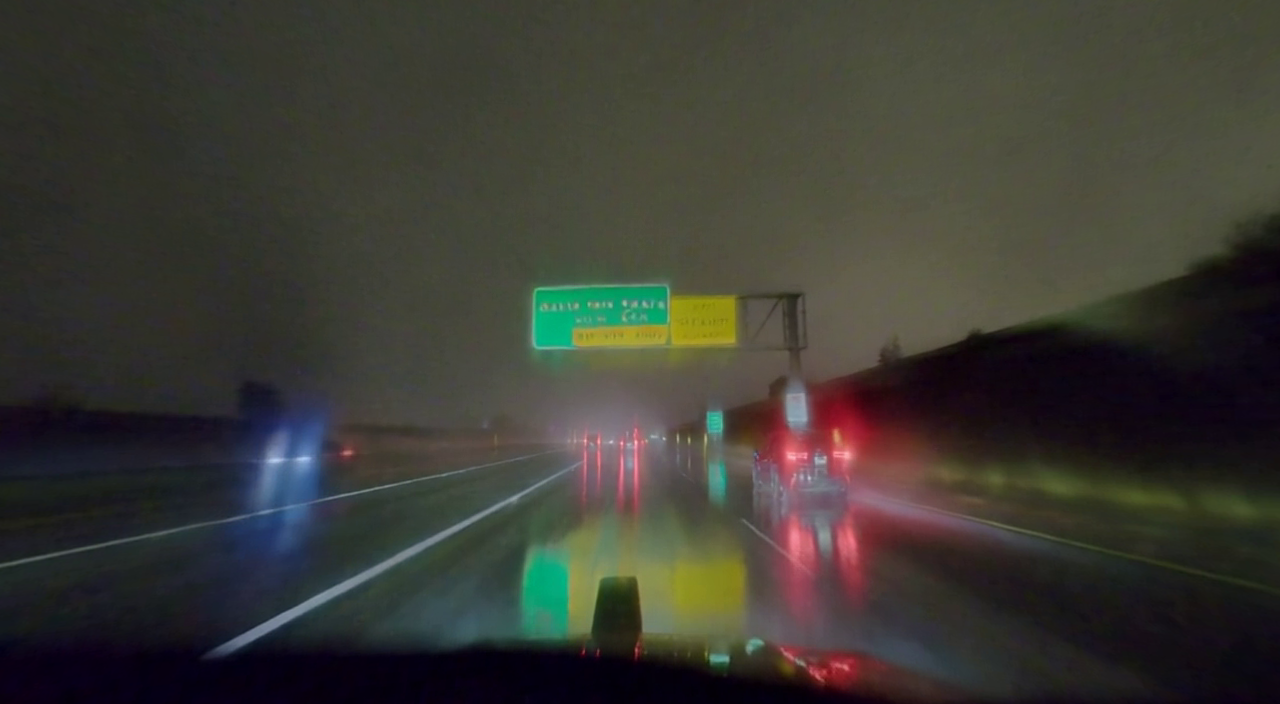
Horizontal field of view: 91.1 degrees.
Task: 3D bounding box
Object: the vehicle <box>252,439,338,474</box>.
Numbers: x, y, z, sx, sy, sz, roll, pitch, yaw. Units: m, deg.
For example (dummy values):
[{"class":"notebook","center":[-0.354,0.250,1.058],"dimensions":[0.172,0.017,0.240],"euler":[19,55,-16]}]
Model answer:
[{"class":"vehicle","center":[-17.033,5.143,31.341],"dimensions":[1.892,1.581,4.322],"euler":[0,-8,-1]}]
